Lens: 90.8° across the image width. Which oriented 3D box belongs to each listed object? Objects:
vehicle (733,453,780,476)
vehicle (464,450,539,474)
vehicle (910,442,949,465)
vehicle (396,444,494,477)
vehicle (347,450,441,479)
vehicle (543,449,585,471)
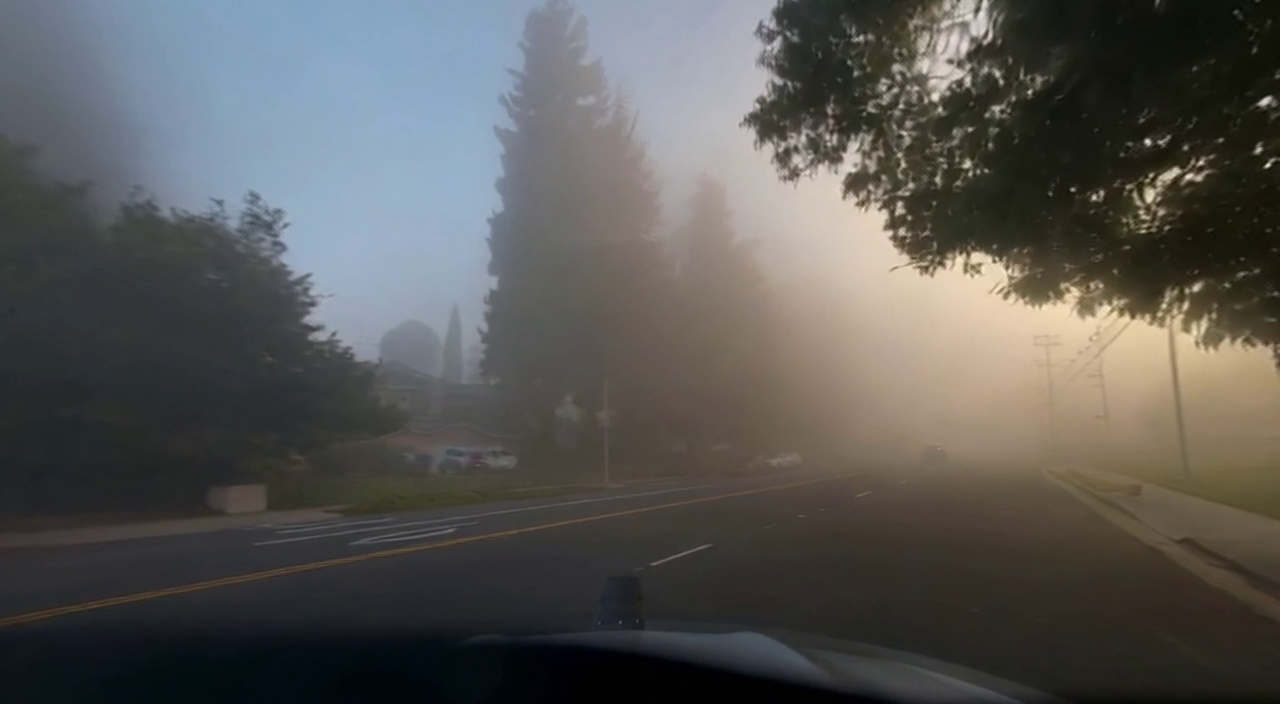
[{"bbox_3d":[8.536,8.154,45.948,1.936,1.489,4.311,-5,-10,31],"label":"vehicle"},{"bbox_3d":[-9.108,7.265,41.756,4.326,1.452,2.121,-2,-9,18],"label":"vehicle"},{"bbox_3d":[22.570,7.900,49.148,2.115,1.696,4.473,-5,-10,31],"label":"vehicle"},{"bbox_3d":[-11.875,6.534,38.374,5.866,1.877,2.280,-5,-10,31],"label":"vehicle"},{"bbox_3d":[-13.723,6.234,35.178,4.937,1.445,2.048,-4,-10,27],"label":"vehicle"},{"bbox_3d":[-5.697,8.144,47.904,1.769,1.414,4.434,-1,-7,13],"label":"vehicle"}]
